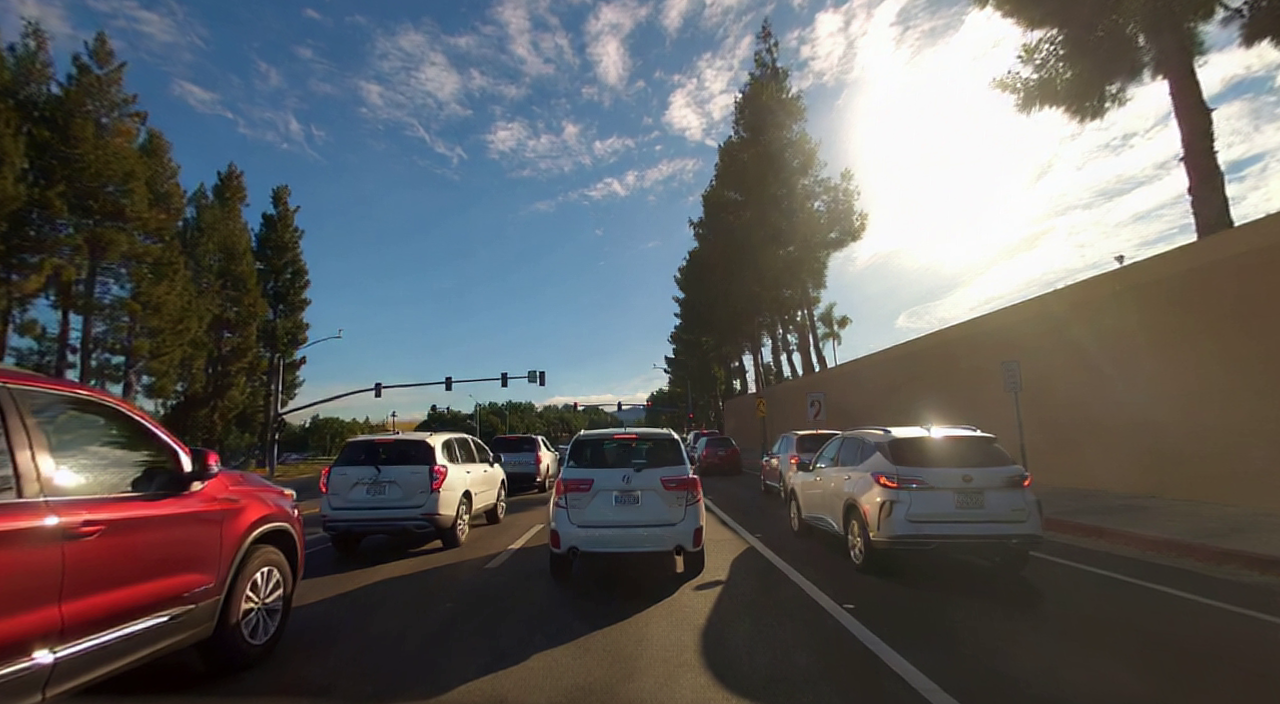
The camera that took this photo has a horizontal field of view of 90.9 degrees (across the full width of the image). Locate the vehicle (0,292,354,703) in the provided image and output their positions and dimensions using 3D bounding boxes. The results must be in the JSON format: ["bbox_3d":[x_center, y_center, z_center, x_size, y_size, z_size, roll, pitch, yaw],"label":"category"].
[{"bbox_3d":[-3.521,0.831,3.111,2.070,1.913,4.450,0,-8,0],"label":"vehicle"}]

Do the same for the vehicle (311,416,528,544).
[{"bbox_3d":[-3.485,2.118,11.147,2.067,1.759,4.631,0,-8,1],"label":"vehicle"}]

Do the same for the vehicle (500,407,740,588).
[{"bbox_3d":[-0.152,1.655,7.946,2.245,1.677,3.913,0,-8,1],"label":"vehicle"}]

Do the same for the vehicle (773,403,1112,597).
[{"bbox_3d":[3.146,1.627,7.801,2.029,1.702,4.281,0,-8,0],"label":"vehicle"}]
